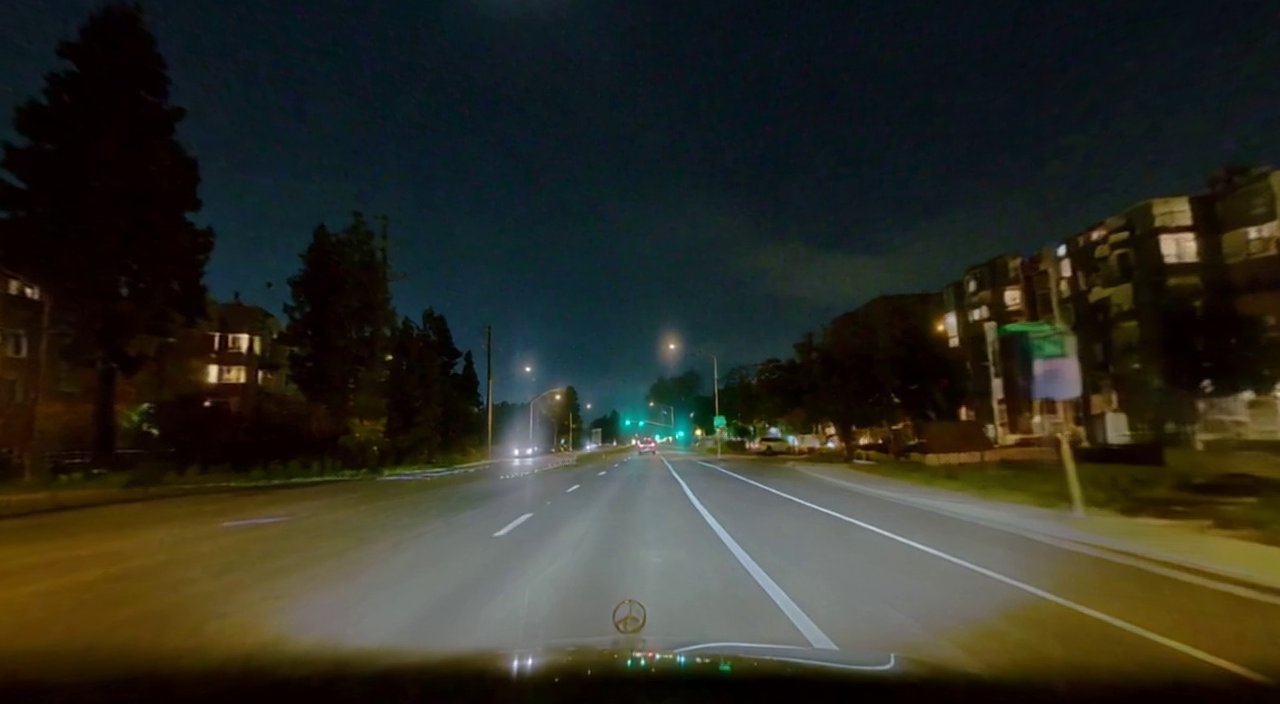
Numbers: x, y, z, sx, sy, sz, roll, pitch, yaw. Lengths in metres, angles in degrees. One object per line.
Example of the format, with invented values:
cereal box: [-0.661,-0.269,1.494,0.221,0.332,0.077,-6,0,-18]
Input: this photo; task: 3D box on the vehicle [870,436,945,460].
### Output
vehicle: [20.671,7.416,48.599,4.849,1.470,2.041,-3,-7,-8]
